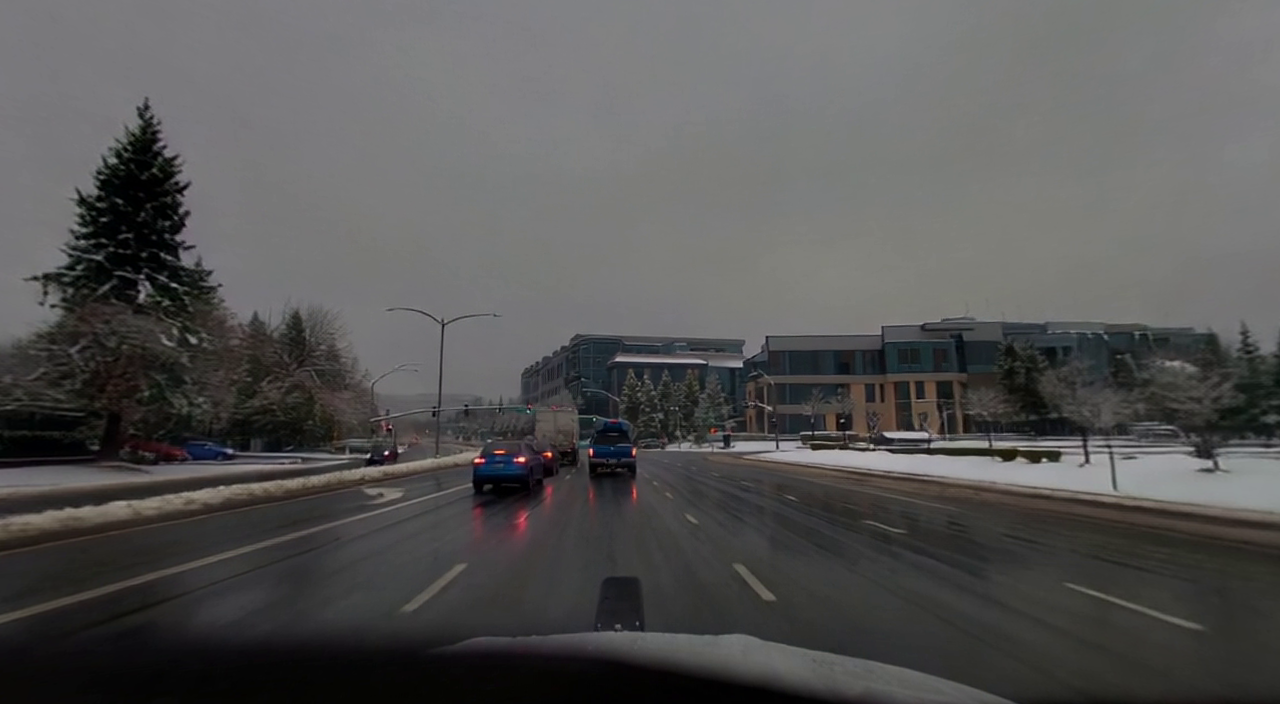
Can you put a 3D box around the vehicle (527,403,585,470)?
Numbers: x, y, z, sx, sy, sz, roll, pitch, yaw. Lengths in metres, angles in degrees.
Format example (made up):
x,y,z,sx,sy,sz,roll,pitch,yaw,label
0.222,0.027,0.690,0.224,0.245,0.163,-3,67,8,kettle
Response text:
x,y,z,sx,sy,sz,roll,pitch,yaw,label
-5.321,5.734,42.383,2.918,3.741,13.683,1,-8,-4,vehicle

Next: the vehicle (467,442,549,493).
x,y,z,sx,sy,sz,roll,pitch,yaw,label
-4.134,3.663,20.502,1.904,1.460,4.300,0,-8,-2,vehicle

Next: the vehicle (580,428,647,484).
x,y,z,sx,sy,sz,roll,pitch,yaw,label
-1.019,3.834,23.537,2.260,1.872,4.578,0,-8,-3,vehicle
